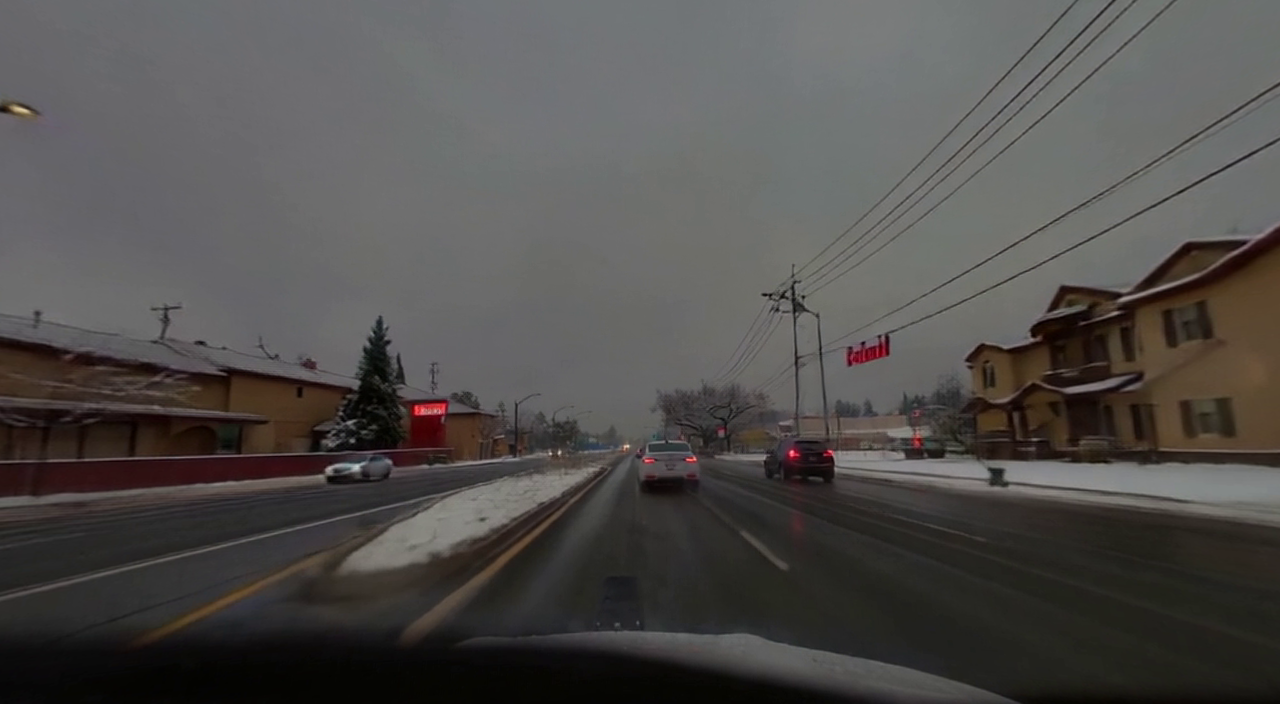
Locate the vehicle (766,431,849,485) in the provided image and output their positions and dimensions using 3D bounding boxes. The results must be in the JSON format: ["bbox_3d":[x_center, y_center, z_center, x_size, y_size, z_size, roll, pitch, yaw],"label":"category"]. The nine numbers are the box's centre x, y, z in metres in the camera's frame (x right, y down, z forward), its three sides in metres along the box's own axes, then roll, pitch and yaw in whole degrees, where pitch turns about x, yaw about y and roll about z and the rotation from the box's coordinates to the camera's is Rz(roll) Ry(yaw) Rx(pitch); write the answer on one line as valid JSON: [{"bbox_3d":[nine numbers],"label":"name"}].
[{"bbox_3d":[6.409,4.102,24.635,2.061,1.889,4.268,0,-9,0],"label":"vehicle"}]

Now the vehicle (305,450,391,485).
[{"bbox_3d":[-14.018,5.539,30.538,1.988,1.522,4.396,0,-9,1],"label":"vehicle"}]

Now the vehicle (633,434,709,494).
[{"bbox_3d":[0.859,3.541,20.177,2.138,1.702,4.168,0,-9,-1],"label":"vehicle"}]
